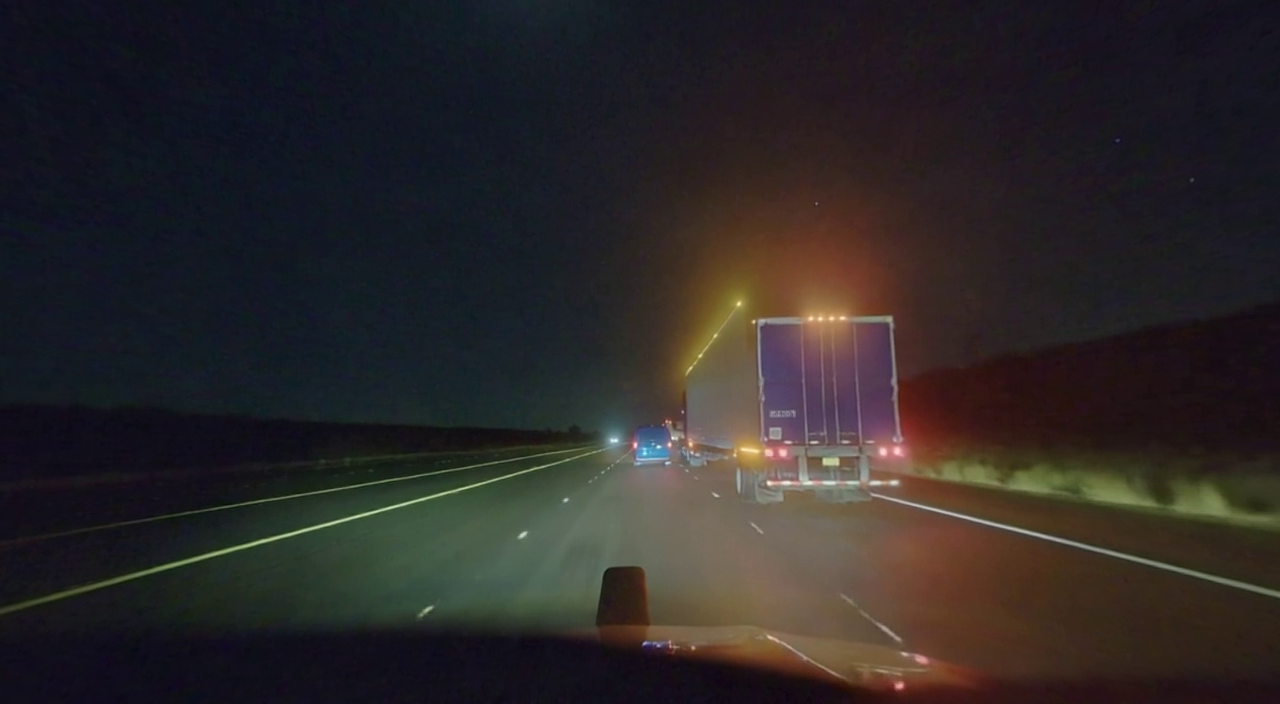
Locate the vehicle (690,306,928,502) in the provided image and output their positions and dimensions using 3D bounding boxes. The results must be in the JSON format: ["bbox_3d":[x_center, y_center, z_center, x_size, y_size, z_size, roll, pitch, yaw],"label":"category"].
[{"bbox_3d":[4.254,2.263,21.929,3.892,4.216,16.830,0,-8,1],"label":"vehicle"}]

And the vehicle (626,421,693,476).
[{"bbox_3d":[0.757,3.912,25.645,2.469,2.027,4.554,0,-8,1],"label":"vehicle"}]
